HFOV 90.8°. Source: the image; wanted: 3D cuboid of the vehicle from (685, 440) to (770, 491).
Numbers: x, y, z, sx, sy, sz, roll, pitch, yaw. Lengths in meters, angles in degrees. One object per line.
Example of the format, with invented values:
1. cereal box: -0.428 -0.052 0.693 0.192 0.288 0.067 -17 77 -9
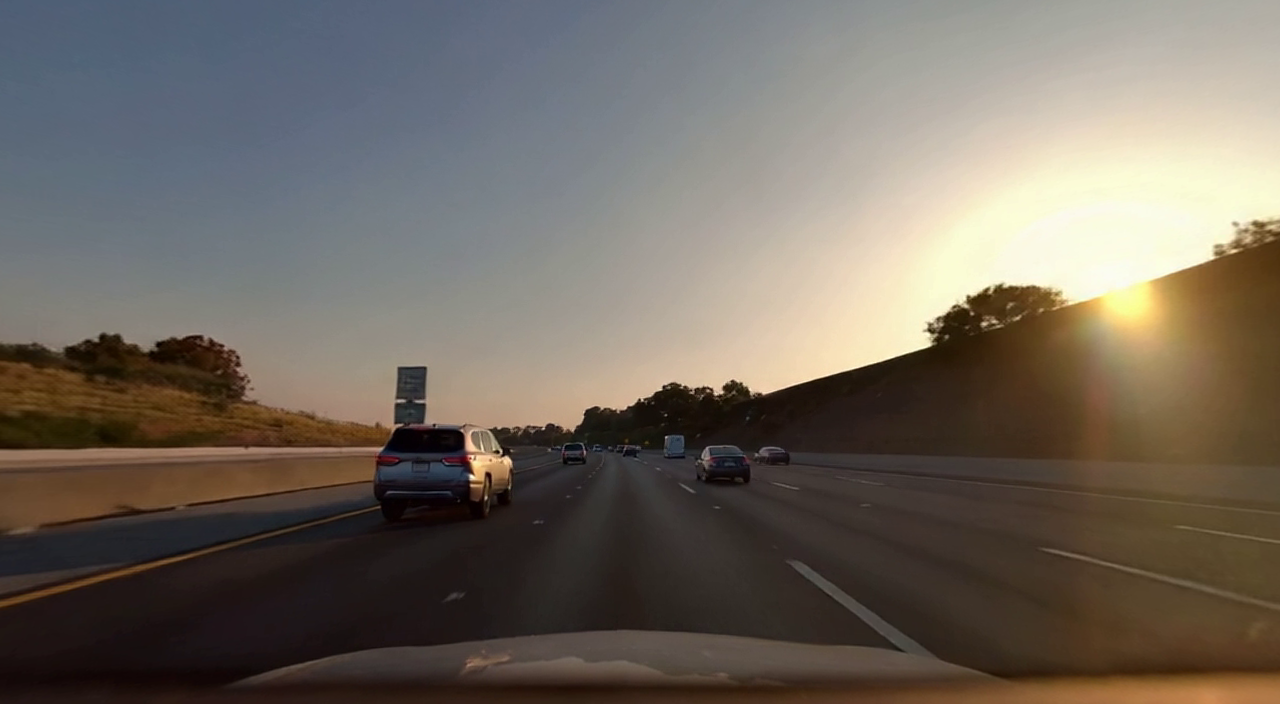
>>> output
1. vehicle: 2.828 3.797 21.496 2.053 1.510 4.400 0 -9 -3

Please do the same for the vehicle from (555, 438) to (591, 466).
1. vehicle: -4.618 7.018 44.313 2.149 1.843 4.348 1 -9 -2

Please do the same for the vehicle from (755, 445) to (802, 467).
1. vehicle: 9.812 7.380 44.953 2.105 1.496 4.393 0 -9 -3

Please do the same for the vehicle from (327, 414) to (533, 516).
1. vehicle: -4.327 2.510 14.474 2.684 1.839 5.803 0 -9 0
